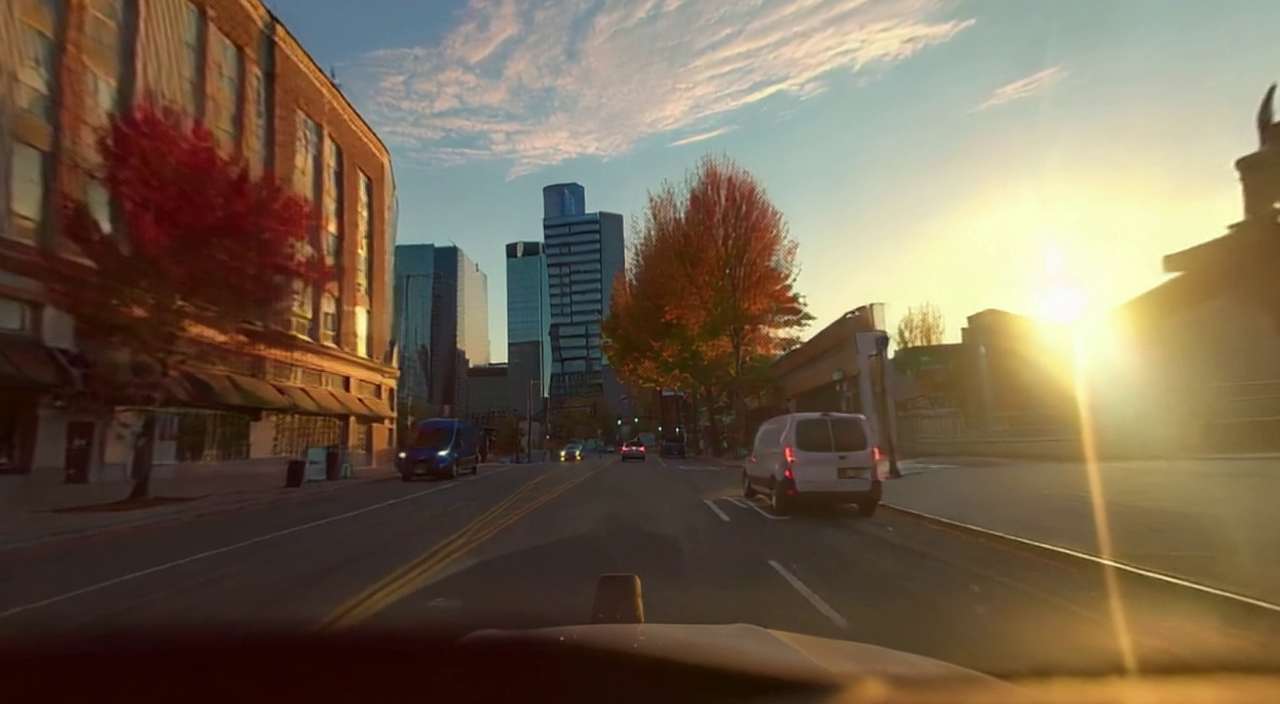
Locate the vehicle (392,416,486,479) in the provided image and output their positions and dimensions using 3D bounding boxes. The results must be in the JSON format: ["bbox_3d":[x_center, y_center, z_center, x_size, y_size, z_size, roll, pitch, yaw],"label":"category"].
[{"bbox_3d":[-9.022,4.339,28.941,2.348,2.588,5.860,0,-8,0],"label":"vehicle"}]

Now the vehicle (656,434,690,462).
[{"bbox_3d":[2.480,7.043,46.304,2.147,1.968,4.478,-1,-8,7],"label":"vehicle"}]

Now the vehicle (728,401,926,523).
[{"bbox_3d":[3.439,2.160,12.954,2.357,1.986,5.136,0,-8,-2],"label":"vehicle"}]
